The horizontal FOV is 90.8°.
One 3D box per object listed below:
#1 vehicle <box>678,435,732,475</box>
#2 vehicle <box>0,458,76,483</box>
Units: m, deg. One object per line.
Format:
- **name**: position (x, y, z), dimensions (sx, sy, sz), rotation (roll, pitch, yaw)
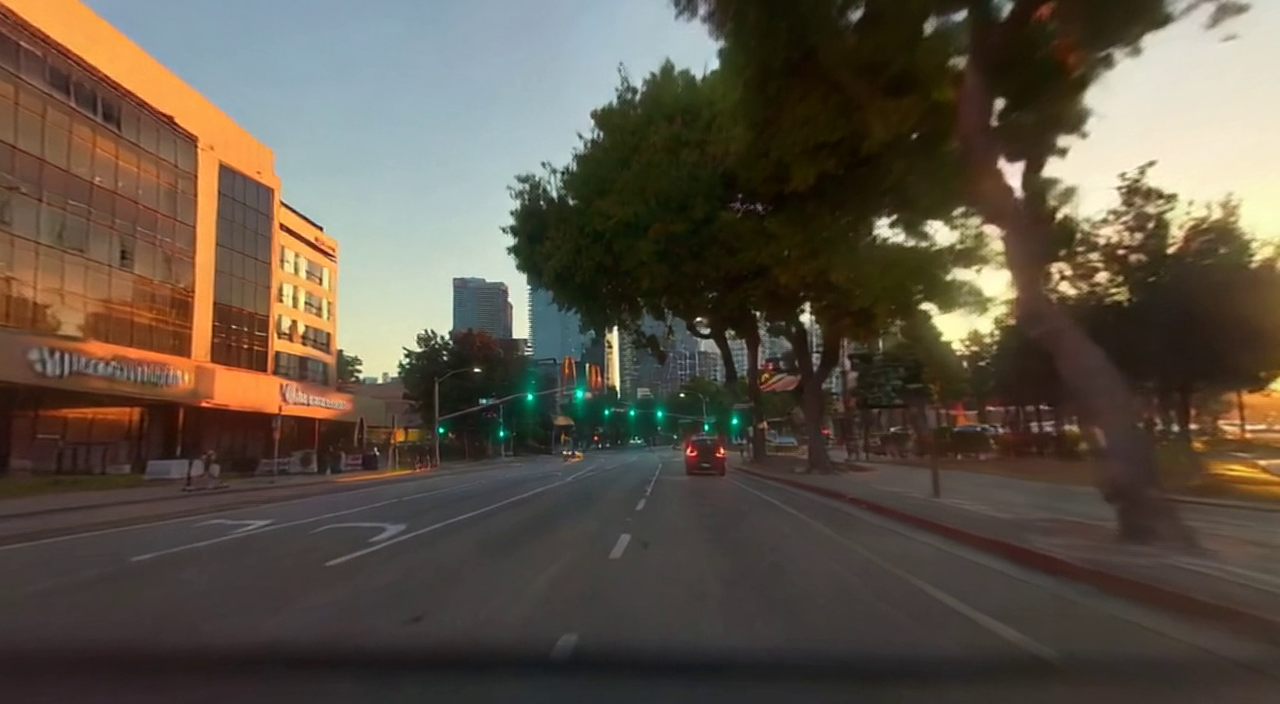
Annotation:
- **vehicle**: position (2.923, 4.746, 29.267), dimensions (2.230, 1.683, 4.204), rotation (-1, -8, 3)
- **vehicle**: position (-38.228, 7.386, 39.355), dimensions (4.336, 1.452, 2.025), rotation (-1, -9, 3)
